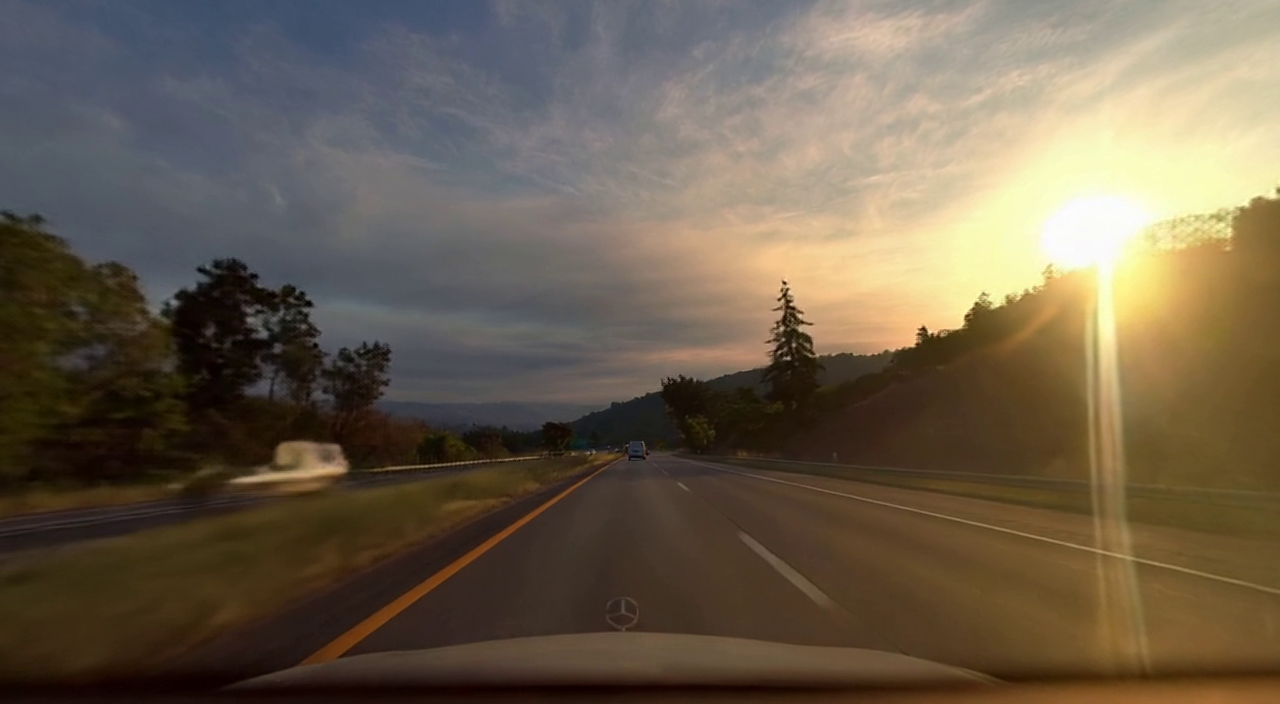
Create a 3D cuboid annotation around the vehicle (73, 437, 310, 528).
[{"bbox_3d":[-9.477,2.755,13.854,1.934,1.646,4.423,0,-9,0],"label":"vehicle"}]
